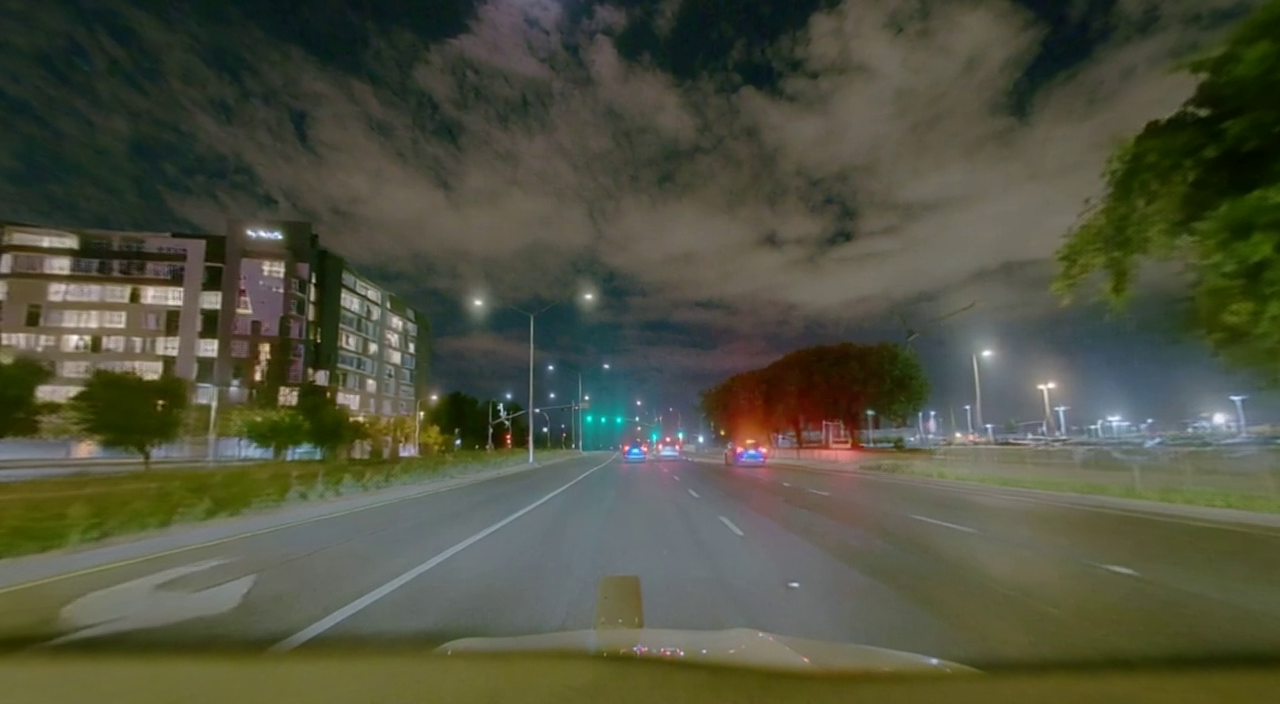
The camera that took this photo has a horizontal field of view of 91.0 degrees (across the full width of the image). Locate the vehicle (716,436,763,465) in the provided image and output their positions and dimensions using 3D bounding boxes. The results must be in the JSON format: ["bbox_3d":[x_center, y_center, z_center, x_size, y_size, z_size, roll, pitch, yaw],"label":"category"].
[{"bbox_3d":[6.555,6.547,41.954,2.136,1.799,4.796,1,-9,-2],"label":"vehicle"}]

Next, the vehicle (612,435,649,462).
[{"bbox_3d":[-0.691,7.462,48.801,2.682,1.908,5.706,0,-9,-1],"label":"vehicle"}]
